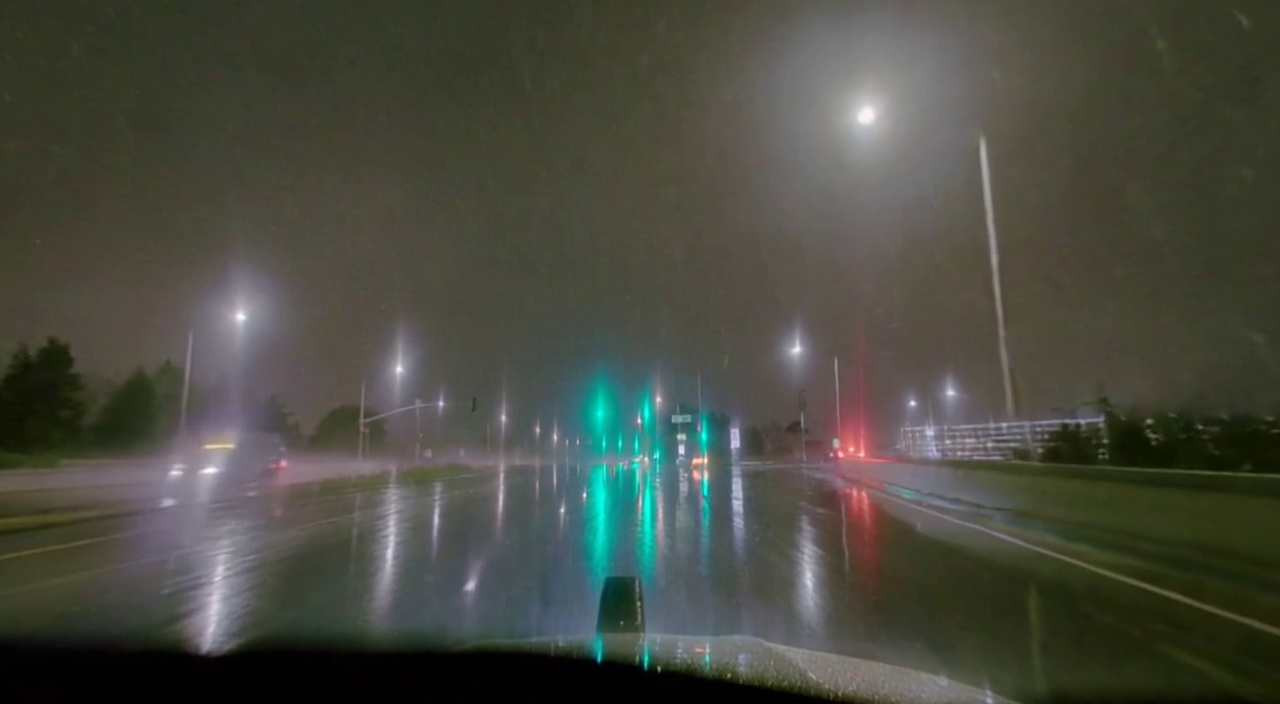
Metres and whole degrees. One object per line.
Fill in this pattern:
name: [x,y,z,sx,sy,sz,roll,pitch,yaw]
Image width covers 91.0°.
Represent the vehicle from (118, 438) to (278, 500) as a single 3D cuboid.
vehicle: [-13.855,3.666,20.162,2.020,1.719,4.366,0,-9,-2]
